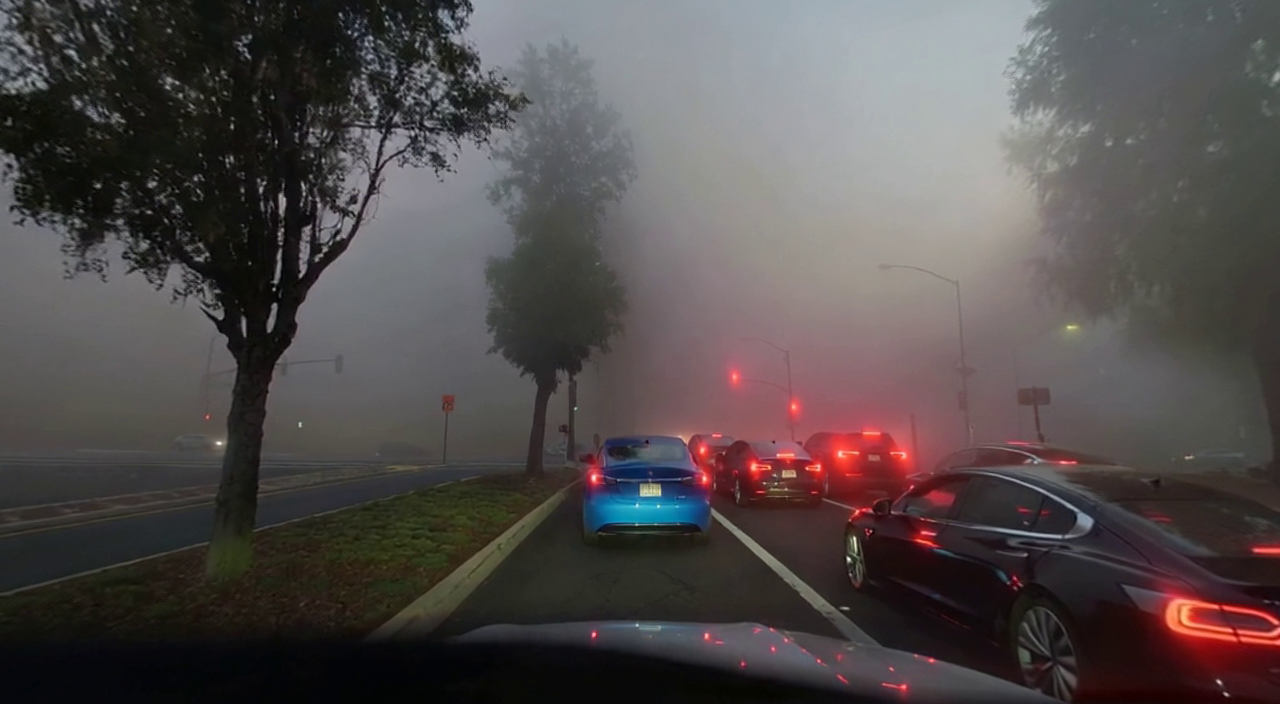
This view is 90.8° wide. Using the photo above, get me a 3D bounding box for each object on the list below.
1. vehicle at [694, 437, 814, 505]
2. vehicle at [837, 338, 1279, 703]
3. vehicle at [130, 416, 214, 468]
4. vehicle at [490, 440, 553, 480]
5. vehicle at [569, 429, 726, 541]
[{"bbox_3d":[2.687,2.931,16.029,2.058,1.466,4.208,0,-8,-3],"label":"vehicle"},{"bbox_3d":[3.191,1.105,4.306,2.167,1.676,4.443,0,-8,-1],"label":"vehicle"},{"bbox_3d":[-29.299,5.654,39.688,2.608,2.990,3.026,2,-8,2],"label":"vehicle"},{"bbox_3d":[-4.647,4.307,25.407,1.972,1.457,4.171,0,-8,-4],"label":"vehicle"},{"bbox_3d":[0.021,2.134,10.821,2.147,1.499,4.240,0,-8,-2],"label":"vehicle"}]
